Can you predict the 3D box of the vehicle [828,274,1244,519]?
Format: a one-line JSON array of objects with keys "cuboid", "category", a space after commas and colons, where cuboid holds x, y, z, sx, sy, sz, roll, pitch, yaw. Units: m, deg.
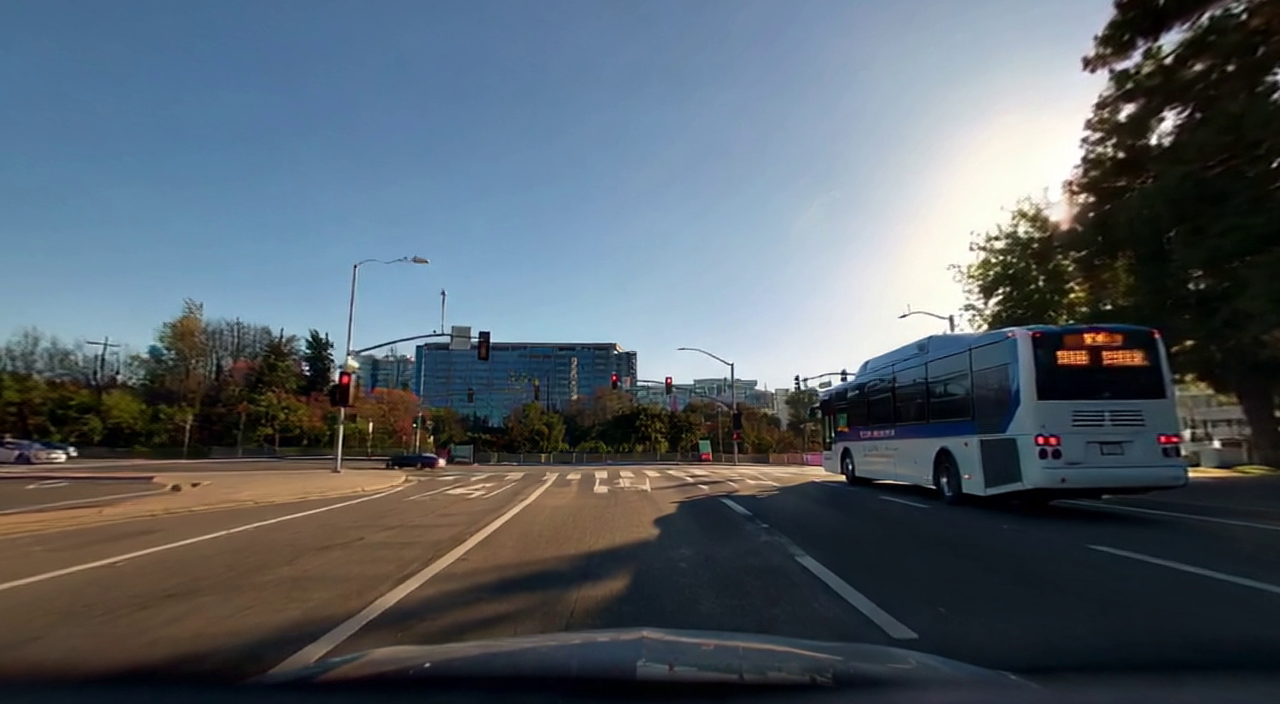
[{"cuboid": [8.361, 1.677, 16.971, 2.916, 4.009, 13.397, 0, -9, 2], "category": "vehicle"}]
